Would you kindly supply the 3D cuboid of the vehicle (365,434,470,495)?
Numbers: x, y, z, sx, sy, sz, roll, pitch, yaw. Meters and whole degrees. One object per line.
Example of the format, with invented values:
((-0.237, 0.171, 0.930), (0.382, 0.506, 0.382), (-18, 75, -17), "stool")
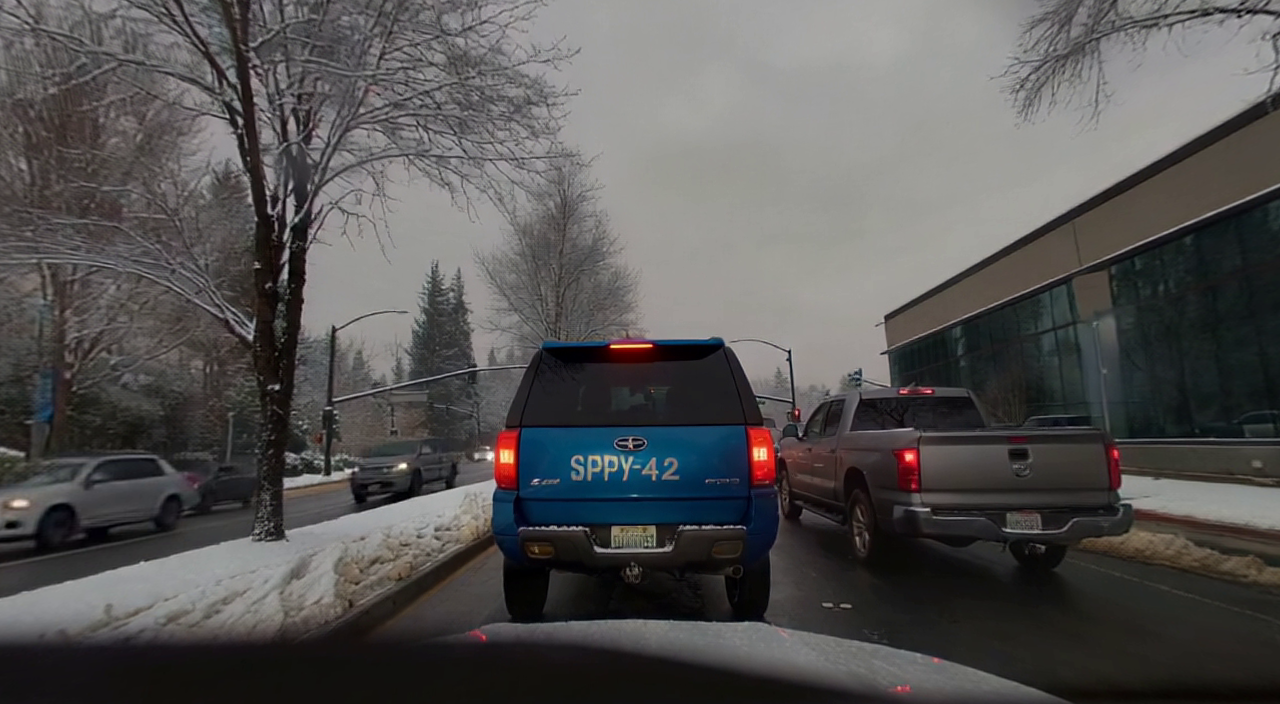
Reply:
((-8.569, 4.371, 24.977), (2.136, 2.109, 5.377), (0, -8, 1), "vehicle")

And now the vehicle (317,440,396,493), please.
((-15.732, 6.346, 35.383), (1.924, 2.730, 5.024), (0, -8, 2), "vehicle")

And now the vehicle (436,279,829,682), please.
((0.010, 1.038, 5.969), (2.267, 2.372, 4.366), (0, -8, 2), "vehicle")

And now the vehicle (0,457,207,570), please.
((-12.154, 3.301, 13.747), (1.965, 1.897, 4.821), (0, -8, 0), "vehicle")

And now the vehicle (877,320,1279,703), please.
((3.083, 0.984, 3.458), (2.022, 1.700, 4.410), (0, -8, 3), "vehicle")
